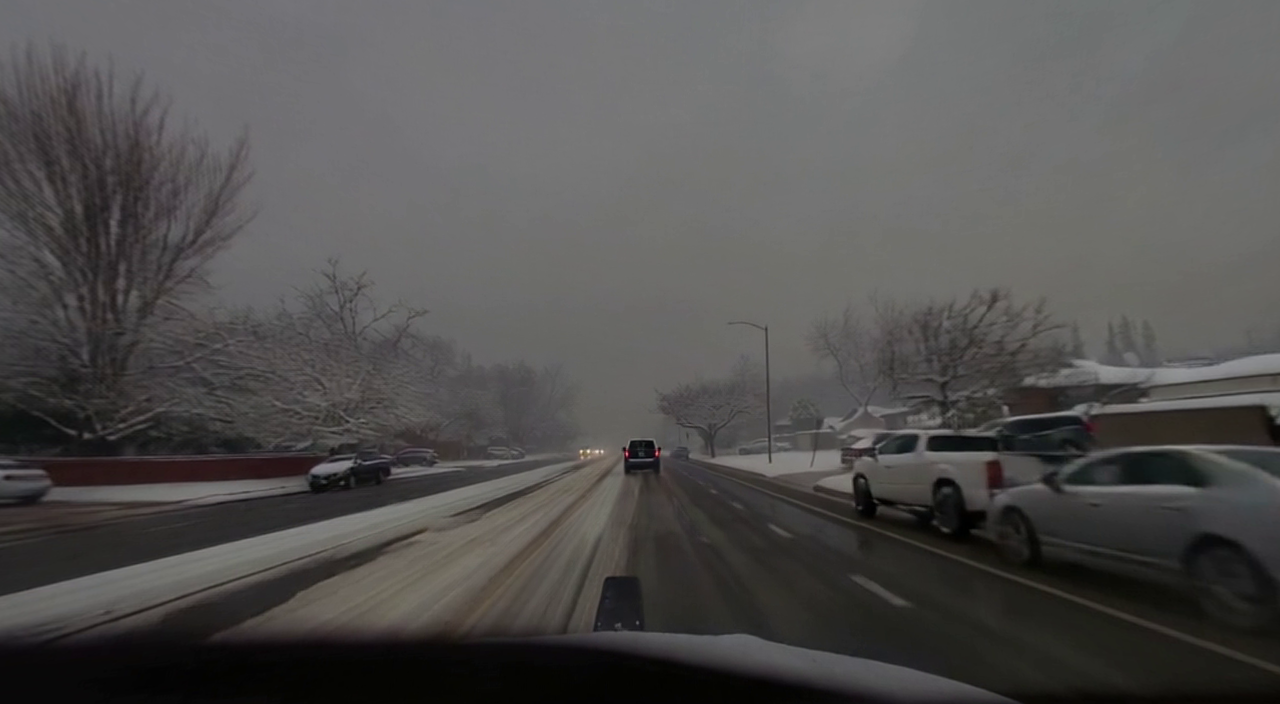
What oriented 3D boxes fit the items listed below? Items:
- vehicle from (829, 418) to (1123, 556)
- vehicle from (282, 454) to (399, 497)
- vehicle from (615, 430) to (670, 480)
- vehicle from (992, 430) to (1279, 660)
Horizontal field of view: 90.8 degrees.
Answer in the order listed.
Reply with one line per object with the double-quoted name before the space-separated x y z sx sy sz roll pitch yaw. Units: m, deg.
"vehicle" 4.987 2.058 10.423 2.153 1.730 4.659 0 -8 -2
"vehicle" -12.446 5.125 26.754 2.192 1.541 5.391 -1 -8 2
"vehicle" 0.071 4.412 27.253 2.153 1.942 4.767 0 -8 -1
"vehicle" 5.066 1.406 5.197 1.902 1.472 4.139 0 -8 -1
